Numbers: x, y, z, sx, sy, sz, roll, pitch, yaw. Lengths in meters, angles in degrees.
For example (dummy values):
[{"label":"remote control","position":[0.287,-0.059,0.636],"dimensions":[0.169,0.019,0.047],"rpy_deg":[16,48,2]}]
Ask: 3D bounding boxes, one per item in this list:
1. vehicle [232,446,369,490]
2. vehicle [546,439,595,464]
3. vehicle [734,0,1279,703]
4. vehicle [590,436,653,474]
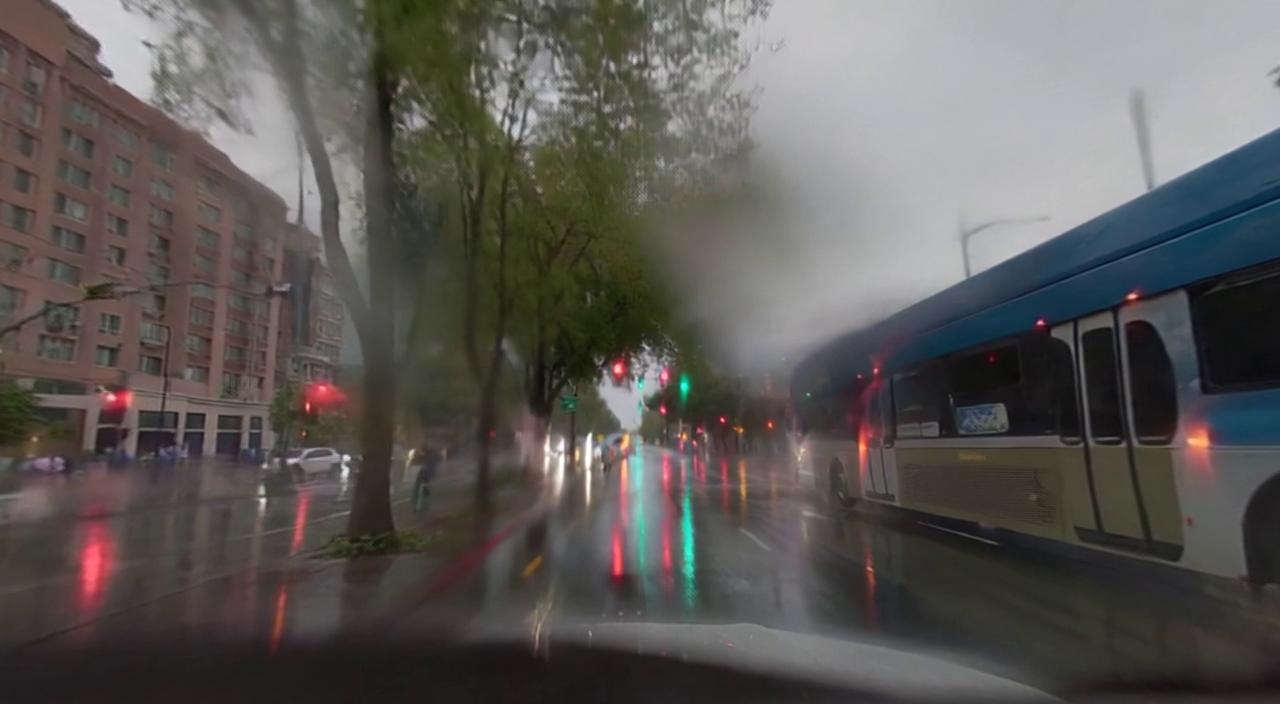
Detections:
[{"label":"vehicle","position":[-13.292,4.526,25.030],"dimensions":[1.816,1.490,4.417],"rpy_deg":[-6,-9,29]},{"label":"vehicle","position":[-4.440,6.250,39.813],"dimensions":[2.036,1.467,3.979],"rpy_deg":[3,-9,-21]},{"label":"vehicle","position":[3.318,0.064,4.173],"dimensions":[3.250,3.731,13.693],"rpy_deg":[0,-8,0]},{"label":"vehicle","position":[-0.914,4.522,27.965],"dimensions":[2.123,1.544,4.158],"rpy_deg":[1,-8,-11]}]
